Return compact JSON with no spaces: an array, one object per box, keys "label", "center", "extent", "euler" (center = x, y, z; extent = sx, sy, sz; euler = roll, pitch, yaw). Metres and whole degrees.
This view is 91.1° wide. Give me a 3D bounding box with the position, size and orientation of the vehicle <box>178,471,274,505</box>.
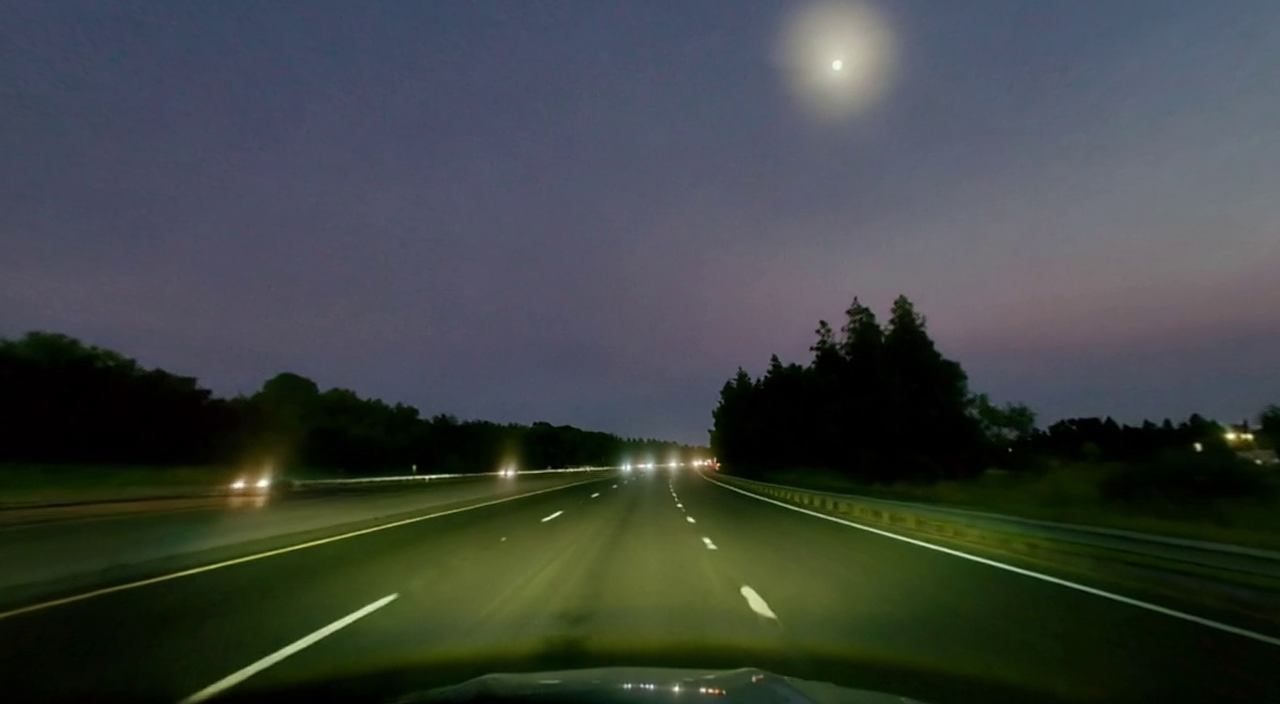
[{"label":"vehicle","center":[-20.539,6.722,31.384],"extent":[1.797,1.516,4.232],"euler":[1,-10,1]}]
